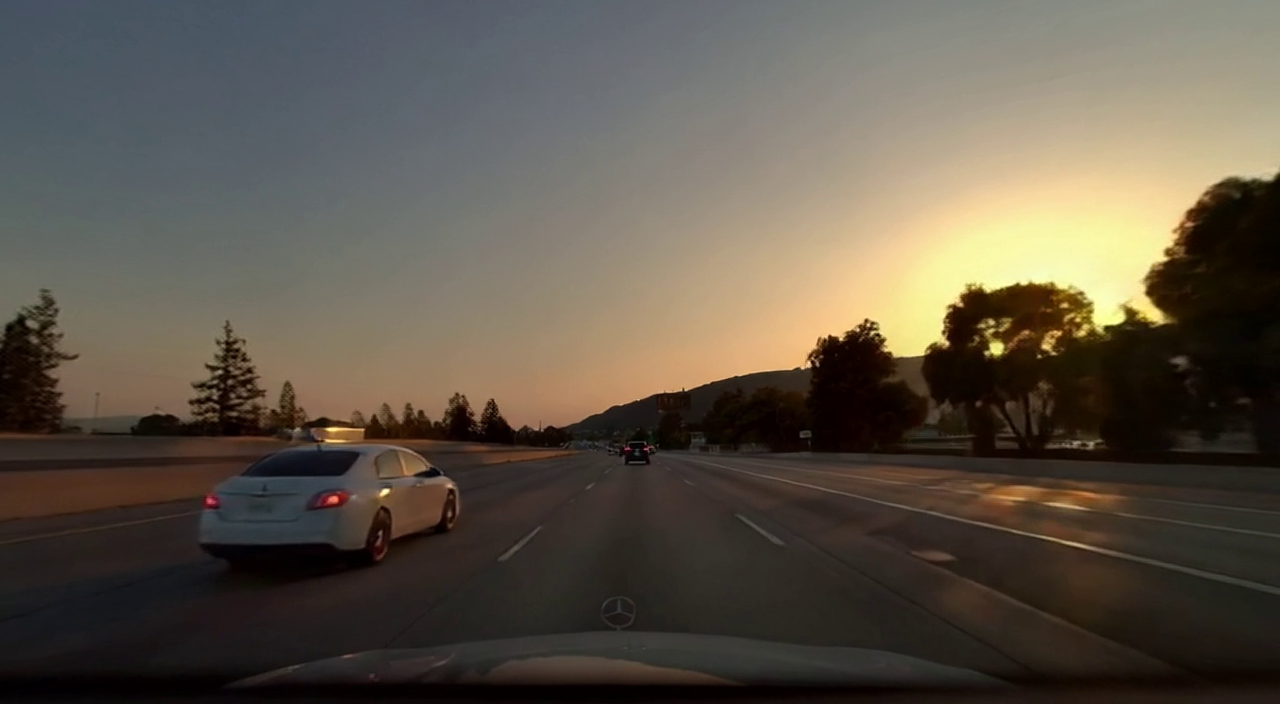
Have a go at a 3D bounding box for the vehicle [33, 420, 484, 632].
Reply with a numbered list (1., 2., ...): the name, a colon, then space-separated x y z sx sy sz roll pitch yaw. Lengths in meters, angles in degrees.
1. vehicle: -3.490 1.687 7.300 2.140 1.574 4.946 0 -9 0

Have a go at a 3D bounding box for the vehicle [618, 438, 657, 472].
1. vehicle: -0.178 6.271 38.741 2.269 1.924 4.596 0 -9 -1
